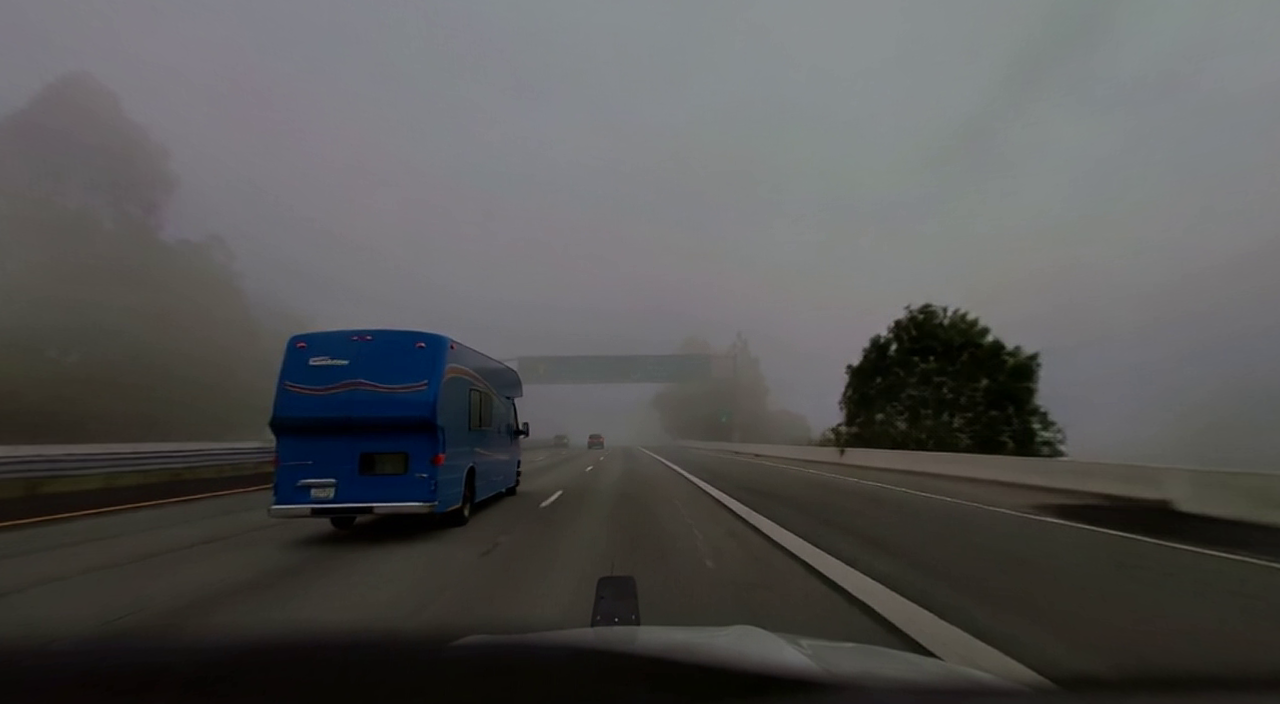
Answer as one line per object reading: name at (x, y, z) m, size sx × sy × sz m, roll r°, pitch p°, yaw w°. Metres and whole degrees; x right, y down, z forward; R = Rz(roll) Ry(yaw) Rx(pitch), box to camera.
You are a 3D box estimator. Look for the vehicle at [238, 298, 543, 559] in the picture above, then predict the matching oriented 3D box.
vehicle at (-3.747, 1.383, 11.777) m, size 2.676 × 3.269 × 7.388 m, roll -2°, pitch -7°, yaw 0°
